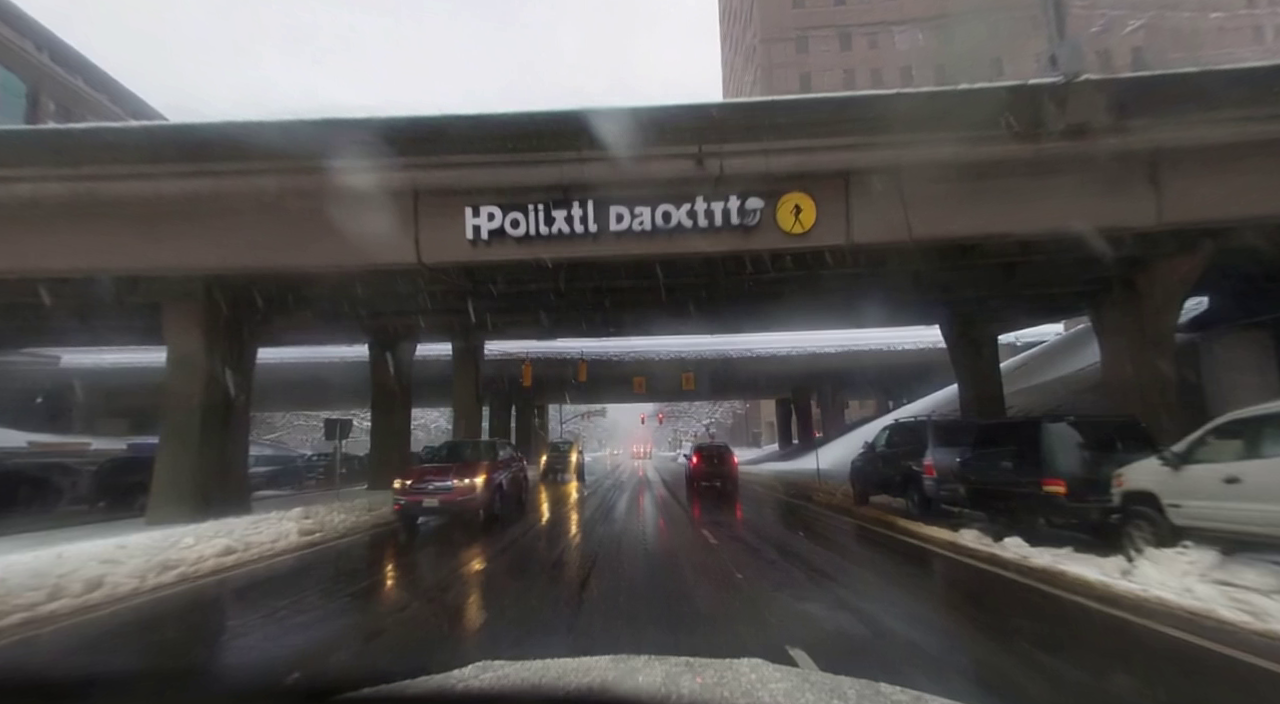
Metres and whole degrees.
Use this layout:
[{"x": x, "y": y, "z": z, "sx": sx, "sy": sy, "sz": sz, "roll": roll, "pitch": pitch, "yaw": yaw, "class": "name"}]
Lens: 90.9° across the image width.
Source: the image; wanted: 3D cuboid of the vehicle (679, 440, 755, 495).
[{"x": 2.357, "y": 3.670, "z": 20.367, "sx": 1.947, "sy": 1.576, "sz": 3.825, "roll": 0, "pitch": -8, "yaw": 0, "class": "vehicle"}]

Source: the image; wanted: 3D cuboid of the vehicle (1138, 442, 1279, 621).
[{"x": 6.686, "y": 1.505, "z": 4.980, "sx": 2.004, "sy": 1.586, "sz": 4.380, "roll": -1, "pitch": -8, "yaw": 2, "class": "vehicle"}]

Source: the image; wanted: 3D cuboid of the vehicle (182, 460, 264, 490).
[{"x": -24.422, "y": 7.179, "z": 37.149, "sx": 1.771, "sy": 1.516, "sz": 4.508, "roll": 0, "pitch": -8, "yaw": -1, "class": "vehicle"}]

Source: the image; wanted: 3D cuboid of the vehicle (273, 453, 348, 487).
[{"x": -17.989, "y": 6.430, "z": 34.707, "sx": 1.778, "sy": 1.629, "sz": 4.330, "roll": 0, "pitch": -8, "yaw": 0, "class": "vehicle"}]

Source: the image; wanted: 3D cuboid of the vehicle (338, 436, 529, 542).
[{"x": -3.530, "y": 2.411, "z": 11.788, "sx": 2.137, "sy": 1.586, "sz": 4.201, "roll": 0, "pitch": -8, "yaw": 0, "class": "vehicle"}]

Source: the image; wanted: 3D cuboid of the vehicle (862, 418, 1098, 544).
[{"x": 6.386, "y": 2.458, "z": 12.661, "sx": 2.284, "sy": 2.048, "sz": 4.379, "roll": 0, "pitch": -8, "yaw": 1, "class": "vehicle"}]

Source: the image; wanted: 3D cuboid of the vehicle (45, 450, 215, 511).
[{"x": -17.711, "y": 4.418, "z": 22.299, "sx": 1.950, "sy": 1.845, "sz": 4.669, "roll": -1, "pitch": -8, "yaw": 2, "class": "vehicle"}]

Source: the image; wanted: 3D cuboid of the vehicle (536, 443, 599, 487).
[{"x": -2.914, "y": 4.627, "z": 26.267, "sx": 2.076, "sy": 1.653, "sz": 4.152, "roll": -1, "pitch": -8, "yaw": 1, "class": "vehicle"}]
